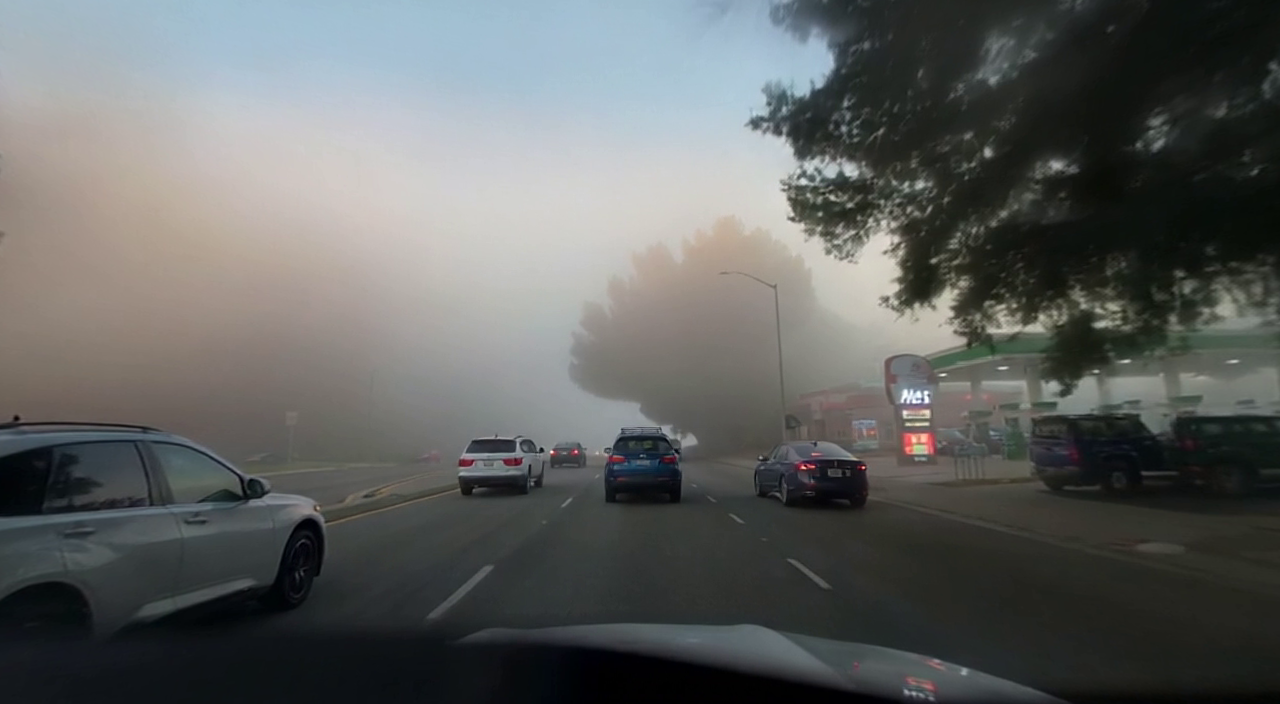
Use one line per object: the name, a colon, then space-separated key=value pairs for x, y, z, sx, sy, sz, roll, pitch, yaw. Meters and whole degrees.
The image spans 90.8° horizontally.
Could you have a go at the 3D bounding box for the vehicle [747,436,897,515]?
vehicle: x=3.779 y=2.635 z=14.089 sx=1.888 sy=1.456 sz=4.589 roll=0 pitch=-8 yaw=-2

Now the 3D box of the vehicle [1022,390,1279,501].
vehicle: x=11.659 y=1.932 z=13.046 sx=5.966 sy=1.991 sz=2.353 roll=-9 pitch=-11 yaw=40

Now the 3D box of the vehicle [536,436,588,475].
vehicle: x=-3.597 y=4.846 z=29.804 sx=1.871 sy=1.673 sz=3.920 roll=0 pitch=-8 yaw=1

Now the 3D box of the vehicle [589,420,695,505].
vehicle: x=0.021 y=2.689 z=15.758 sx=2.279 sy=1.803 sz=4.254 roll=0 pitch=-8 yaw=0

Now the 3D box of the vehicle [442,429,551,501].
vehicle: x=-3.705 y=2.982 z=17.095 sx=1.932 sy=1.695 sz=4.150 roll=0 pitch=-8 yaw=1

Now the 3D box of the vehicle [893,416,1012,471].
vehicle: x=11.902 y=3.553 z=24.484 sx=2.102 sy=1.887 sz=4.673 roll=0 pitch=-8 yaw=-1

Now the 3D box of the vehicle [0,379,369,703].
vehicle: x=-3.607 y=1.136 z=4.173 sx=1.864 sy=1.574 sz=4.031 roll=0 pitch=-8 yaw=-1
